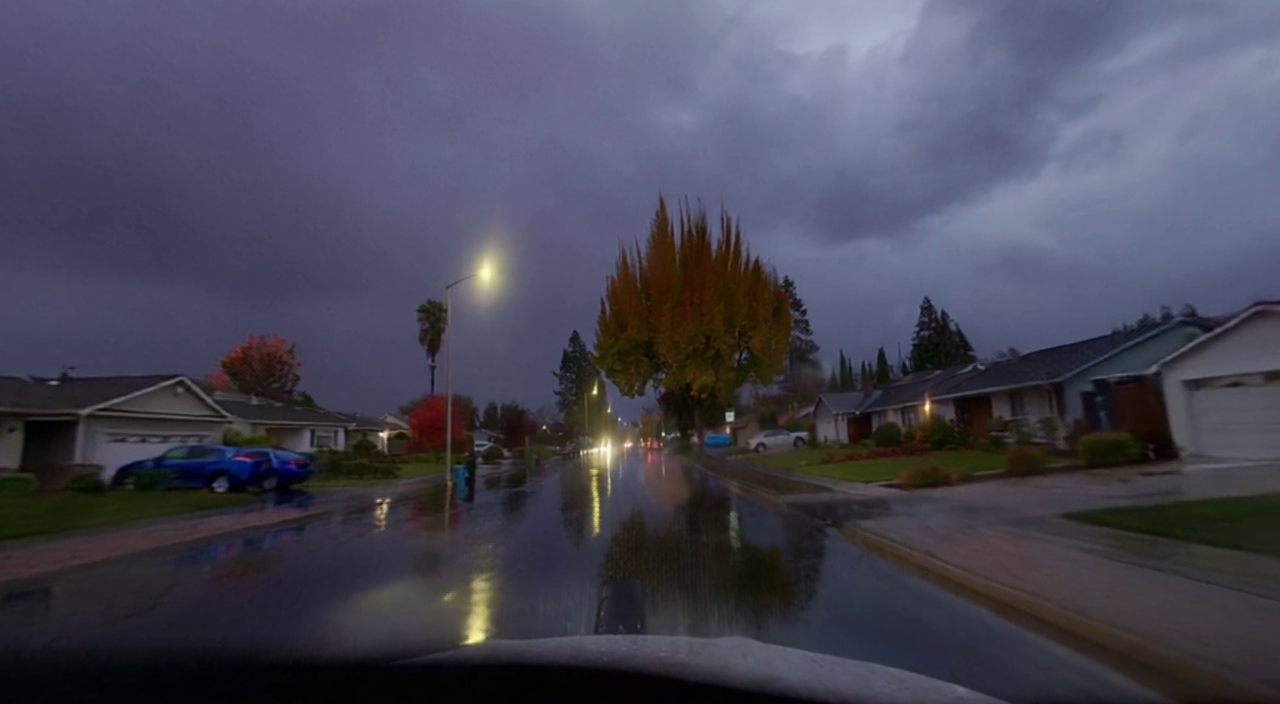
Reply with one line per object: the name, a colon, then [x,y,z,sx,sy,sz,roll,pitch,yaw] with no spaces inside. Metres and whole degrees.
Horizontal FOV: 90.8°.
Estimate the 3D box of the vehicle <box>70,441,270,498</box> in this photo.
vehicle: [-15.138,3.778,20.587,4.830,1.725,2.116,0,-9,2]
